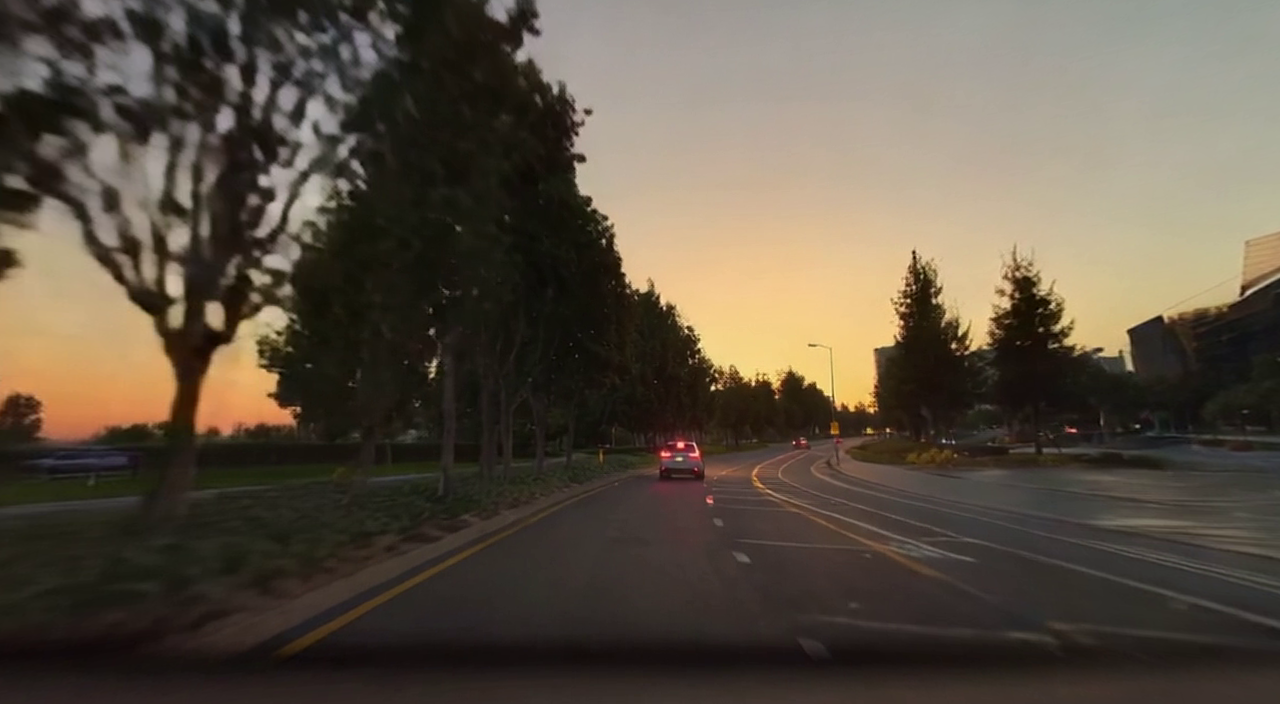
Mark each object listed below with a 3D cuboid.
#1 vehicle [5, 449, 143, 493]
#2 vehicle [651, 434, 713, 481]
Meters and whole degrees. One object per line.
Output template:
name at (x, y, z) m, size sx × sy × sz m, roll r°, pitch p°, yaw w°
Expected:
vehicle at (-21.615, 4.516, 24.254) m, size 1.829 × 1.501 × 4.149 m, roll 1°, pitch -9°, yaw -8°
vehicle at (2.059, 4.780, 28.855) m, size 2.371 × 1.926 × 5.615 m, roll -1°, pitch -9°, yaw 8°
